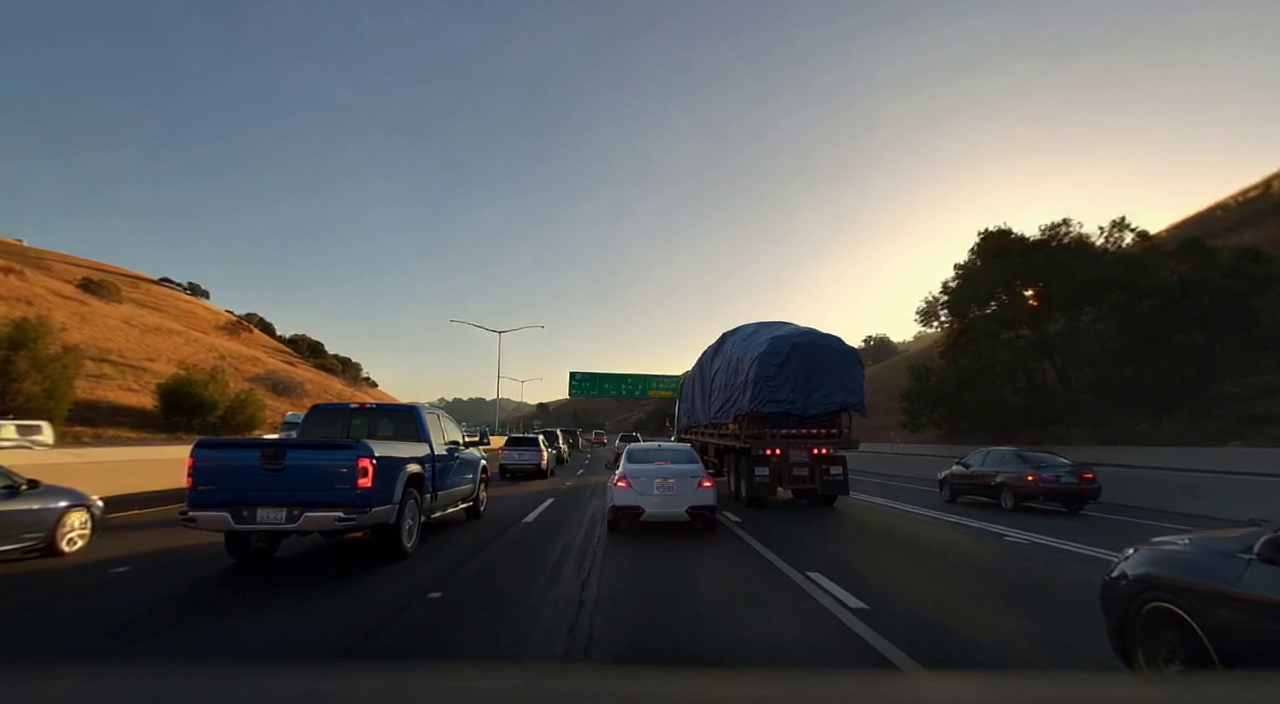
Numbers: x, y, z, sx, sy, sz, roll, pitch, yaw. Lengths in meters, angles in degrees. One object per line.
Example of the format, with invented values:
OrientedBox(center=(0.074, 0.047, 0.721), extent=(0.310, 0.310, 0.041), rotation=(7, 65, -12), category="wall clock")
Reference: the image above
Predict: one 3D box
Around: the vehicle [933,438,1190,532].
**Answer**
OrientedBox(center=(7.783, 2.447, 12.298), extent=(2.092, 1.495, 4.194), rotation=(0, -8, 0), category="vehicle")

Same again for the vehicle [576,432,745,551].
OrientedBox(center=(0.228, 2.042, 9.947), extent=(2.105, 1.471, 3.978), rotation=(0, -8, -1), category="vehicle")

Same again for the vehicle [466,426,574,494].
OrientedBox(center=(-3.507, 3.278, 19.547), extent=(2.348, 1.821, 5.061), rotation=(0, -8, 0), category="vehicle")

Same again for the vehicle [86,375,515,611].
OrientedBox(center=(-3.281, 1.523, 7.861), extent=(2.318, 1.902, 5.374), rotation=(0, -8, 0), category="vehicle")

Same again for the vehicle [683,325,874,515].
OrientedBox(center=(3.349, 2.222, 19.123), extent=(2.759, 4.098, 10.906), rotation=(0, -8, -3), category="vehicle")

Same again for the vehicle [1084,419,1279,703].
OrientedBox(center=(3.548, 0.794, 1.082), extent=(2.169, 1.447, 4.817), rotation=(0, -8, 2), category="vehicle")
